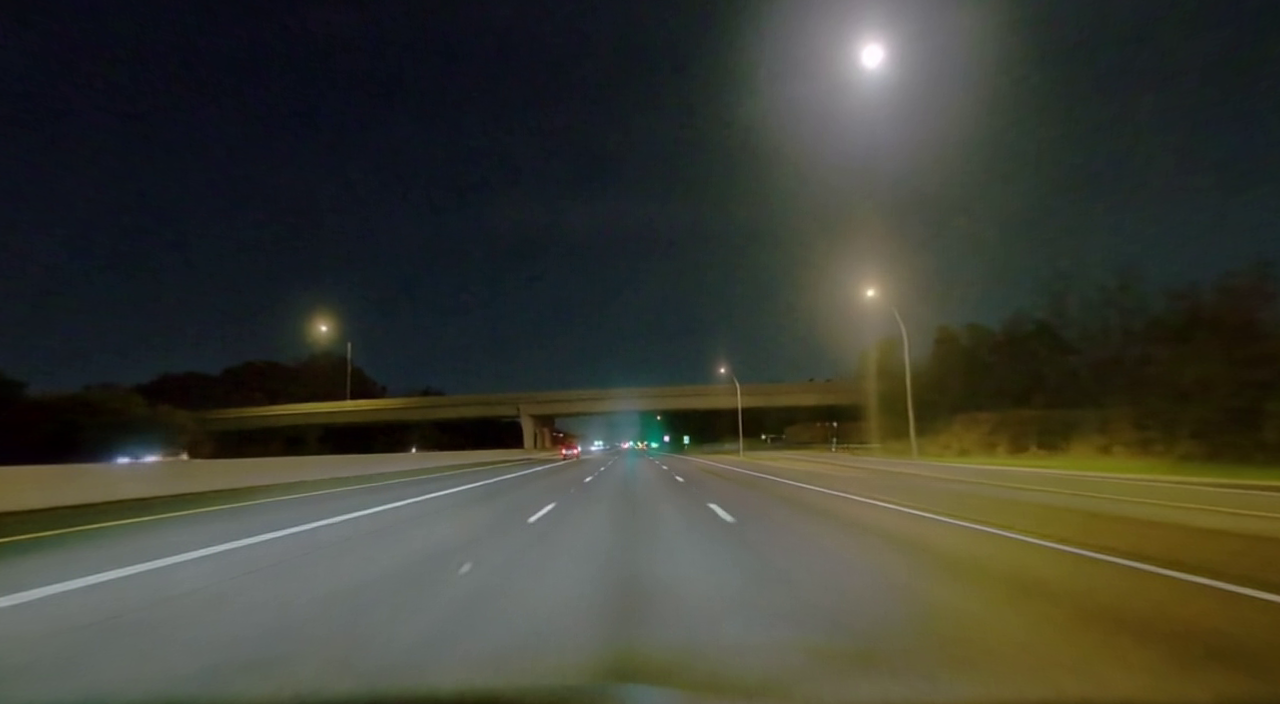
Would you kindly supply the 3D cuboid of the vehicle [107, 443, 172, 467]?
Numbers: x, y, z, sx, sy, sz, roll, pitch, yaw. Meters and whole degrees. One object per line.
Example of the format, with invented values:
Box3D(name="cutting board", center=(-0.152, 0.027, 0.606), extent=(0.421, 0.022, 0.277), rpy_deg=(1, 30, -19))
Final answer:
Box3D(name="vehicle", center=(-36.223, 7.439, 45.819), extent=(1.844, 1.473, 3.683), rpy_deg=(-4, -7, -1))
